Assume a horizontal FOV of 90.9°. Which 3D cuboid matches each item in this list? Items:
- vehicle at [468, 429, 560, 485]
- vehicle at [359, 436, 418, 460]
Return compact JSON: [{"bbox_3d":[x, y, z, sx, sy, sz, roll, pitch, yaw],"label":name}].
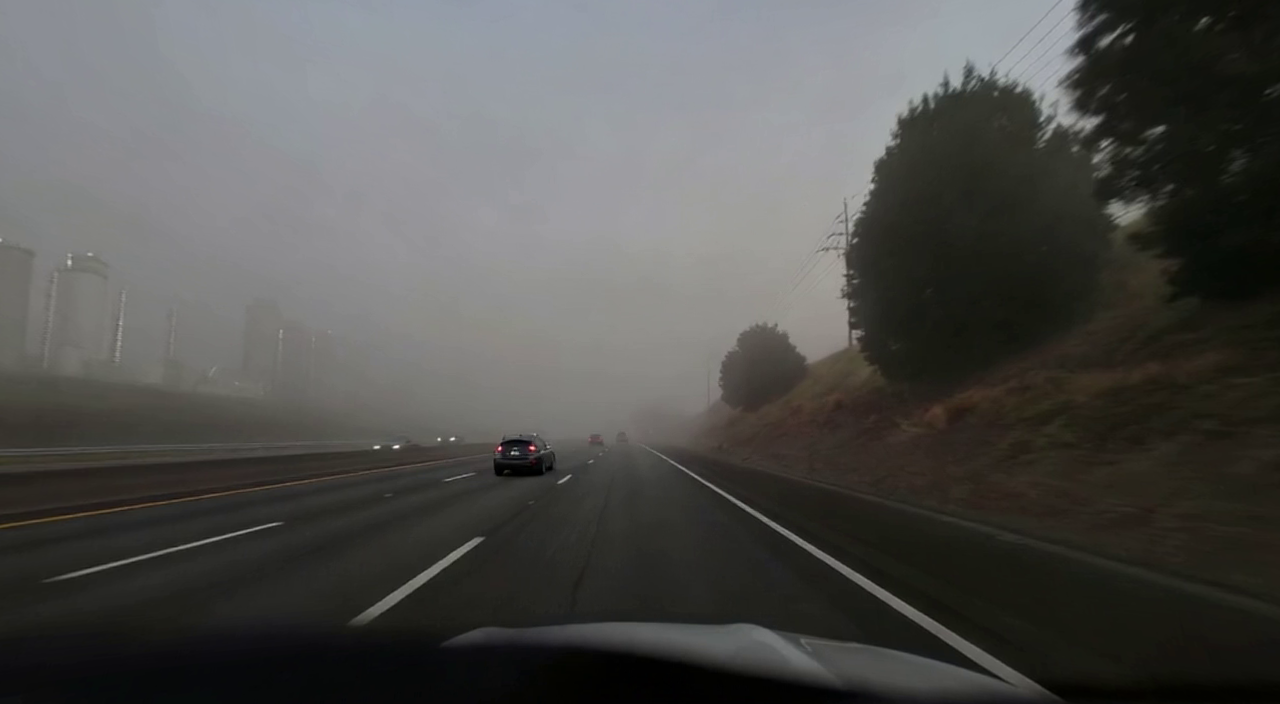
[{"bbox_3d":[-3.606,3.060,18.763,1.952,1.462,3.969,0,-8,0],"label":"vehicle"},{"bbox_3d":[-15.955,6.082,40.215,1.888,1.445,4.482,0,-8,0],"label":"vehicle"}]
